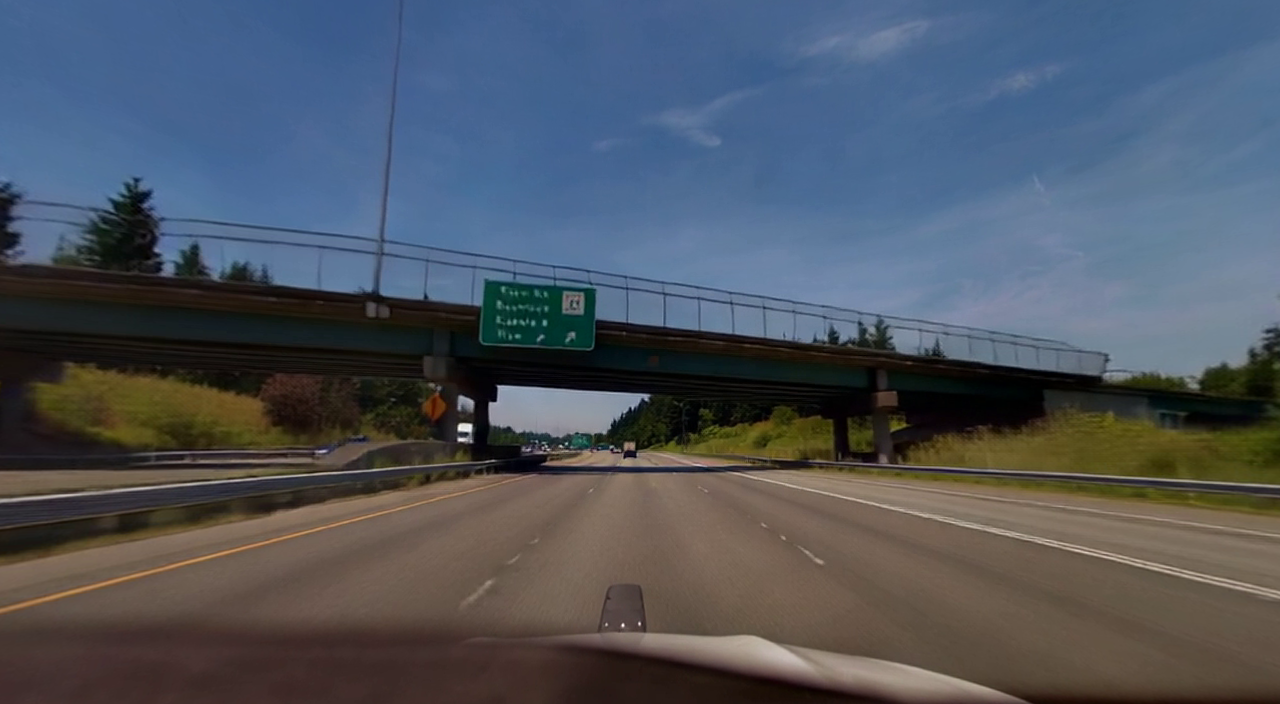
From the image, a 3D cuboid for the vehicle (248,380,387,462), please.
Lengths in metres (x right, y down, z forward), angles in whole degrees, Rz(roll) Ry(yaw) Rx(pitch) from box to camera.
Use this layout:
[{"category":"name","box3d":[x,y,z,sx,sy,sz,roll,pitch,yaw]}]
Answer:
[{"category":"vehicle","box3d":[-16.163,3.731,32.507,2.839,3.741,7.952,0,-9,0]}]

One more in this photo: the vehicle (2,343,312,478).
[{"category":"vehicle","box3d":[-16.101,2.394,22.690,2.985,3.790,10.161,0,-9,0]}]
